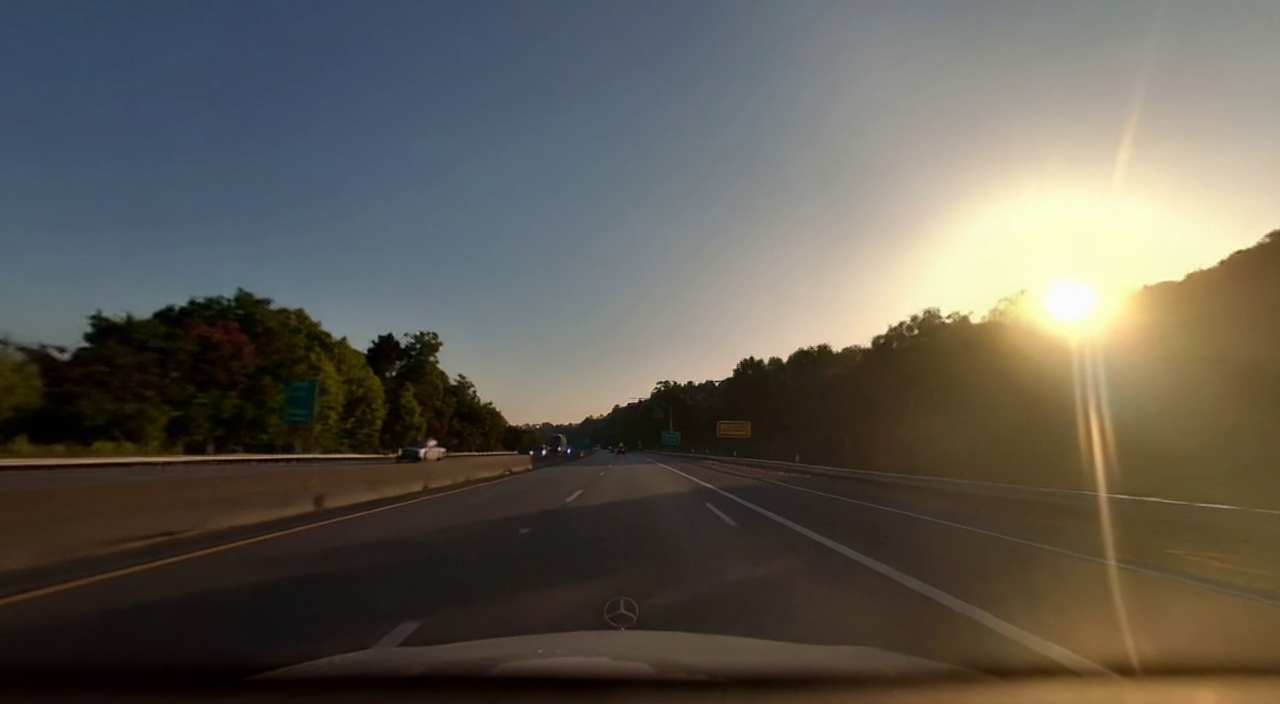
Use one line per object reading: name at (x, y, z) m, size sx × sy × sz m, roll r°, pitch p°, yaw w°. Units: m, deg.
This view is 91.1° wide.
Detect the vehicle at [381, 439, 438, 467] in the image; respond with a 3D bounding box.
vehicle at (-16.535, 7.266, 45.358) m, size 2.179 × 1.831 × 5.119 m, roll 0°, pitch -9°, yaw 0°
